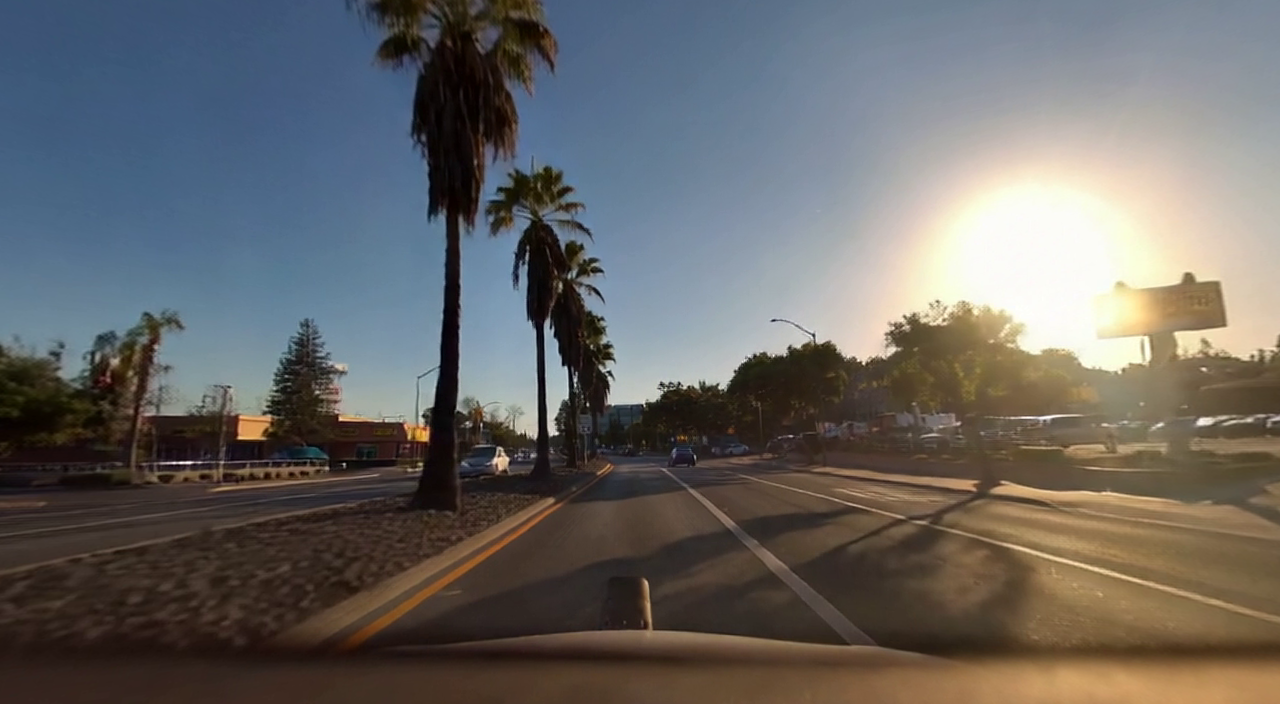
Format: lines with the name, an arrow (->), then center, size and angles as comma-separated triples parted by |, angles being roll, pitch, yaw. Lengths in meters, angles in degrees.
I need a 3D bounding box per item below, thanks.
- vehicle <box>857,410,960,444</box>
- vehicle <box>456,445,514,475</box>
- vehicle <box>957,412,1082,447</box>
vehicle -> 17.991, 5.093, 42.518 | 5.817, 1.906, 2.230 | -2, -12, 0
vehicle -> -9.328, 6.532, 38.502 | 2.361, 1.733, 5.099 | 0, -8, -2
vehicle -> 18.692, 3.882, 31.256 | 4.649, 1.662, 2.349 | 0, -9, 1
